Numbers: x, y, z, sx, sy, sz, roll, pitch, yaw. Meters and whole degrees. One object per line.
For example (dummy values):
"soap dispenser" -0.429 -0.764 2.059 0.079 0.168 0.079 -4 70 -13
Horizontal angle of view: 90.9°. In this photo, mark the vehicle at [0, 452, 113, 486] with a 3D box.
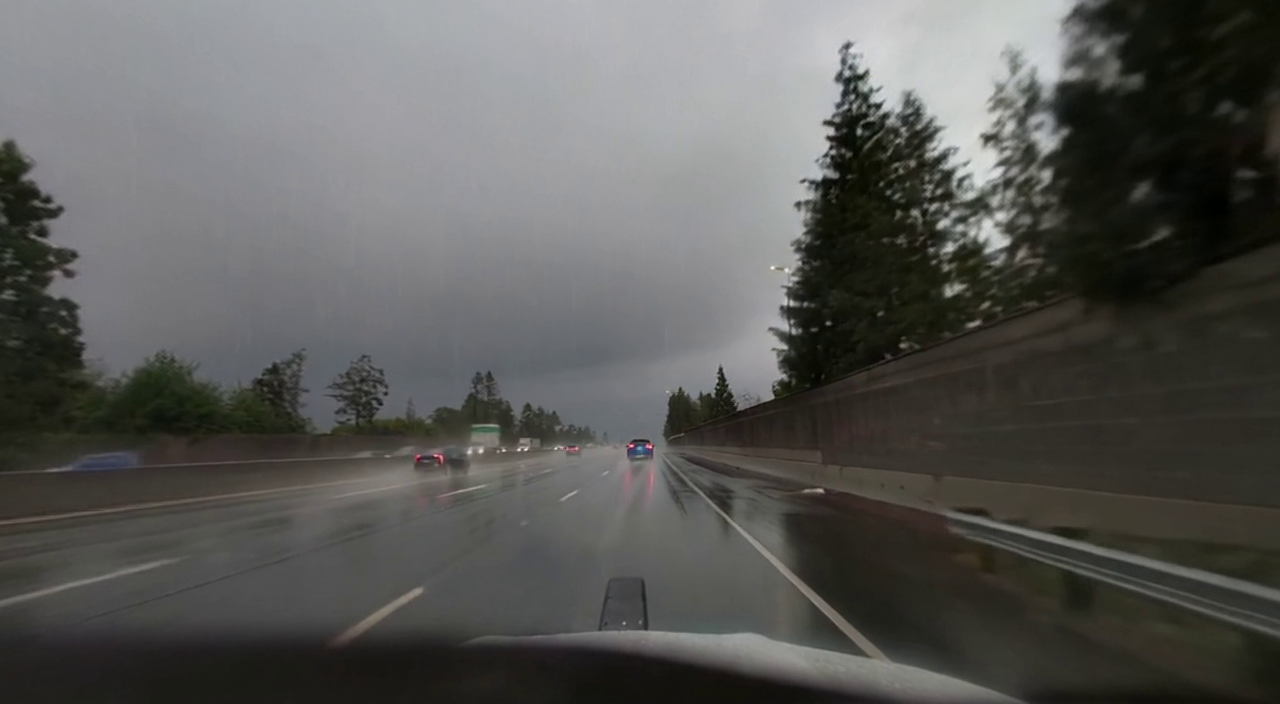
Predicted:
"vehicle" -30.665 6.046 33.019 1.950 1.568 4.772 0 -8 1

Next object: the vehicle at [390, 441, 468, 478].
"vehicle" -10.169 5.182 30.805 2.037 1.661 4.885 0 -8 1

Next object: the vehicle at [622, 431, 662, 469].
"vehicle" 0.116 6.027 38.971 2.318 2.145 4.561 0 -8 0
